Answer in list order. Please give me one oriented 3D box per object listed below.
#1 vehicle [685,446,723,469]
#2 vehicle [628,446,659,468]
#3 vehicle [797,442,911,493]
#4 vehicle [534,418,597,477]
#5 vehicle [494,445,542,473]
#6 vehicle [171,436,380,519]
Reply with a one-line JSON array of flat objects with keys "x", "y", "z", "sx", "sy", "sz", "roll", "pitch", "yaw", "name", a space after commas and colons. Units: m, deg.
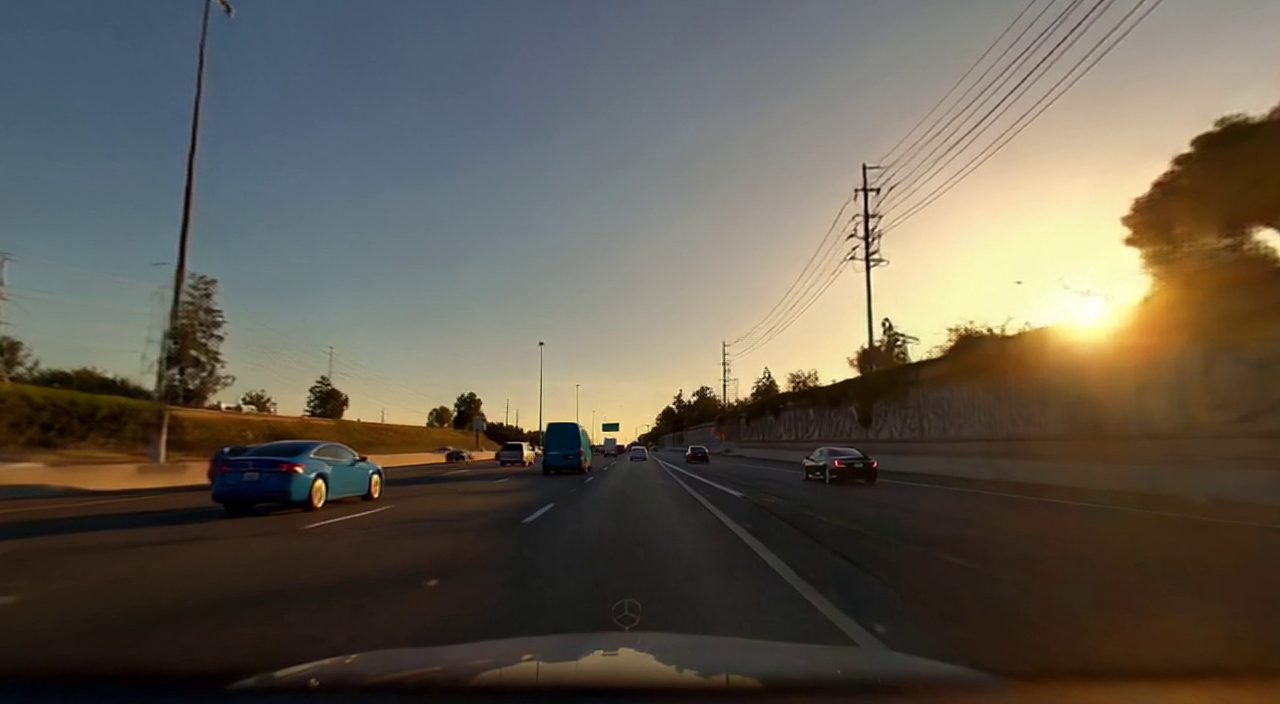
[{"x": 4.554, "y": 7.609, "z": 45.614, "sx": 2.095, "sy": 1.504, "sz": 4.536, "roll": 0, "pitch": -9, "yaw": -2, "name": "vehicle"}, {"x": 0.191, "y": 7.556, "z": 45.422, "sx": 2.084, "sy": 1.492, "sz": 4.137, "roll": 0, "pitch": -9, "yaw": -2, "name": "vehicle"}, {"x": 6.891, "y": 3.740, "z": 20.827, "sx": 2.052, "sy": 1.470, "sz": 4.364, "roll": 0, "pitch": -9, "yaw": -3, "name": "vehicle"}, {"x": -3.603, "y": 4.837, "z": 31.851, "sx": 2.395, "sy": 2.660, "sz": 5.827, "roll": 0, "pitch": -9, "yaw": 1, "name": "vehicle"}, {"x": -7.141, "y": 6.290, "z": 37.271, "sx": 1.944, "sy": 1.490, "sz": 4.442, "roll": 0, "pitch": -9, "yaw": 1, "name": "vehicle"}, {"x": -7.694, "y": 2.672, "z": 13.953, "sx": 1.967, "sy": 1.525, "sz": 4.458, "roll": 0, "pitch": -9, "yaw": 0, "name": "vehicle"}]
